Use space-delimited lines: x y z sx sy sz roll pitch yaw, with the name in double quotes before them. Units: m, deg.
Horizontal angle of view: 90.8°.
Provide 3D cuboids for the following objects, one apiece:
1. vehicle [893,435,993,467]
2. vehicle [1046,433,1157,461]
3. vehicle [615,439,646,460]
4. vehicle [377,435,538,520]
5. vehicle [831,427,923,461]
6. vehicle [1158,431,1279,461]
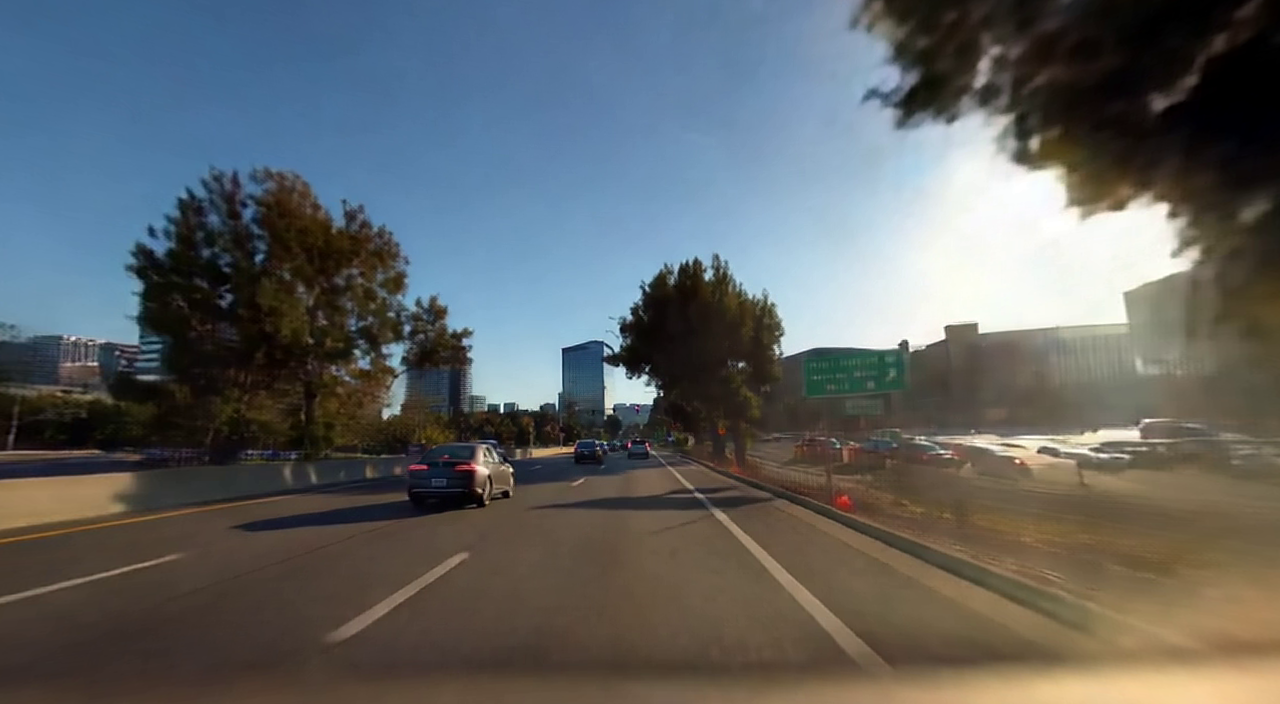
"vehicle" 14.939 4.851 31.093 4.505 1.472 2.020 4 -9 -26
"vehicle" 25.179 5.217 34.681 4.528 1.450 1.889 -4 -9 26
"vehicle" -0.663 7.290 47.216 2.231 1.481 4.489 0 -8 1
"vehicle" -3.627 2.564 13.542 1.920 1.480 4.549 0 -8 2
"vehicle" 14.951 5.803 39.810 5.394 1.994 2.228 4 -9 -26
"vehicle" 29.700 4.784 32.235 4.650 1.445 1.982 -5 -10 28
